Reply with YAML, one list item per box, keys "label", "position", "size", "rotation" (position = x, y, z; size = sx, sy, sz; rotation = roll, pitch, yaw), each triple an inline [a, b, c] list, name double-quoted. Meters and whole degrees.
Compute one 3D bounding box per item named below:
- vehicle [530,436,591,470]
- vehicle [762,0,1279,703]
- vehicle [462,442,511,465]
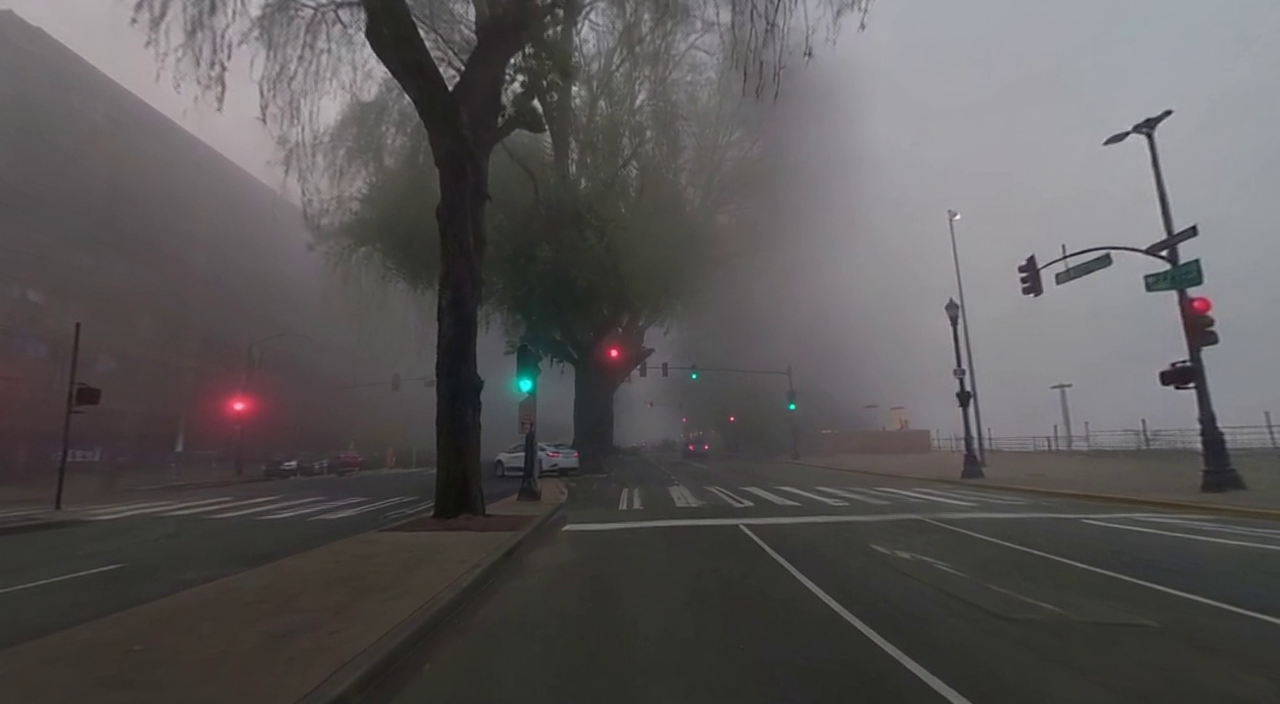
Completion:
- label: "vehicle"
  position: [-4.088, 5.067, 31.870]
  size: [2.123, 1.544, 4.158]
  rotation: [3, -9, -20]
- label: "vehicle"
  position: [3.218, -0.386, 1.057]
  size: [3.250, 3.731, 13.693]
  rotation: [0, -8, 0]
- label: "vehicle"
  position: [-10.795, 7.090, 44.291]
  size: [2.036, 1.467, 3.979]
  rotation: [5, -10, -33]
